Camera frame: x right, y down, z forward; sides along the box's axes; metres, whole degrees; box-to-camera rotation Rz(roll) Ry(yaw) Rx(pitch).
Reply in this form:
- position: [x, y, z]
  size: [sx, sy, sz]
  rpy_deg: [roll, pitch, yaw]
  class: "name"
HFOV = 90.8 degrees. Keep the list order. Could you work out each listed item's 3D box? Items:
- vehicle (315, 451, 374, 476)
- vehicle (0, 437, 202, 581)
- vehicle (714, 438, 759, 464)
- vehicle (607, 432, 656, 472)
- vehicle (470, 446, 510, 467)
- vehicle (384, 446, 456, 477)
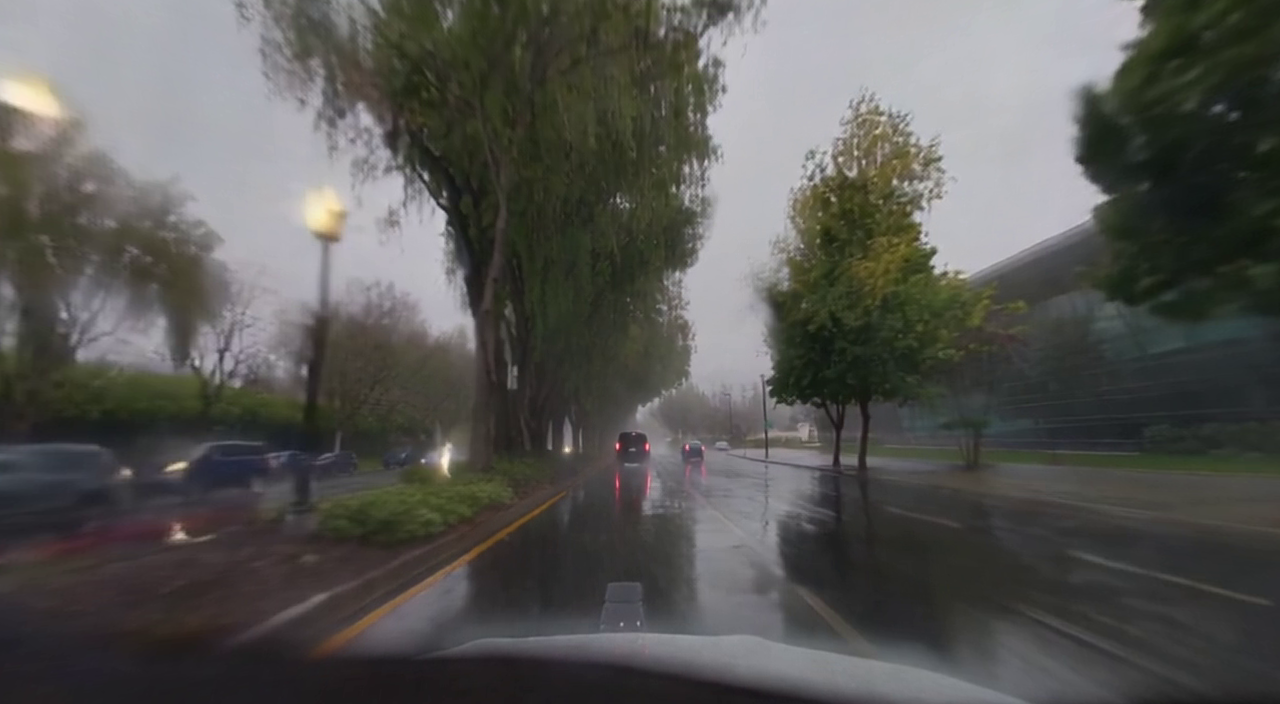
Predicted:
- position: [-18.502, 6.981, 39.776]
  size: [1.796, 1.499, 4.068]
  rpy_deg: [0, -9, -1]
  class: "vehicle"
- position: [-7.634, 1.748, 7.330]
  size: [1.964, 1.478, 4.368]
  rpy_deg: [0, -9, 0]
  class: "vehicle"
- position: [6.926, 7.200, 45.933]
  size: [2.364, 1.781, 4.854]
  rpy_deg: [0, -9, -1]
  class: "vehicle"
- position: [-0.450, 5.334, 33.879]
  size: [2.411, 1.937, 5.186]
  rpy_deg: [0, -9, -1]
  class: "vehicle"
- position: [-10.732, 7.495, 45.475]
  size: [1.950, 1.438, 4.343]
  rpy_deg: [0, -9, -2]
  class: "vehicle"
- position: [-11.391, 5.692, 33.106]
  size: [2.013, 1.460, 4.902]
  rpy_deg: [0, -9, 0]
  class: "vehicle"
